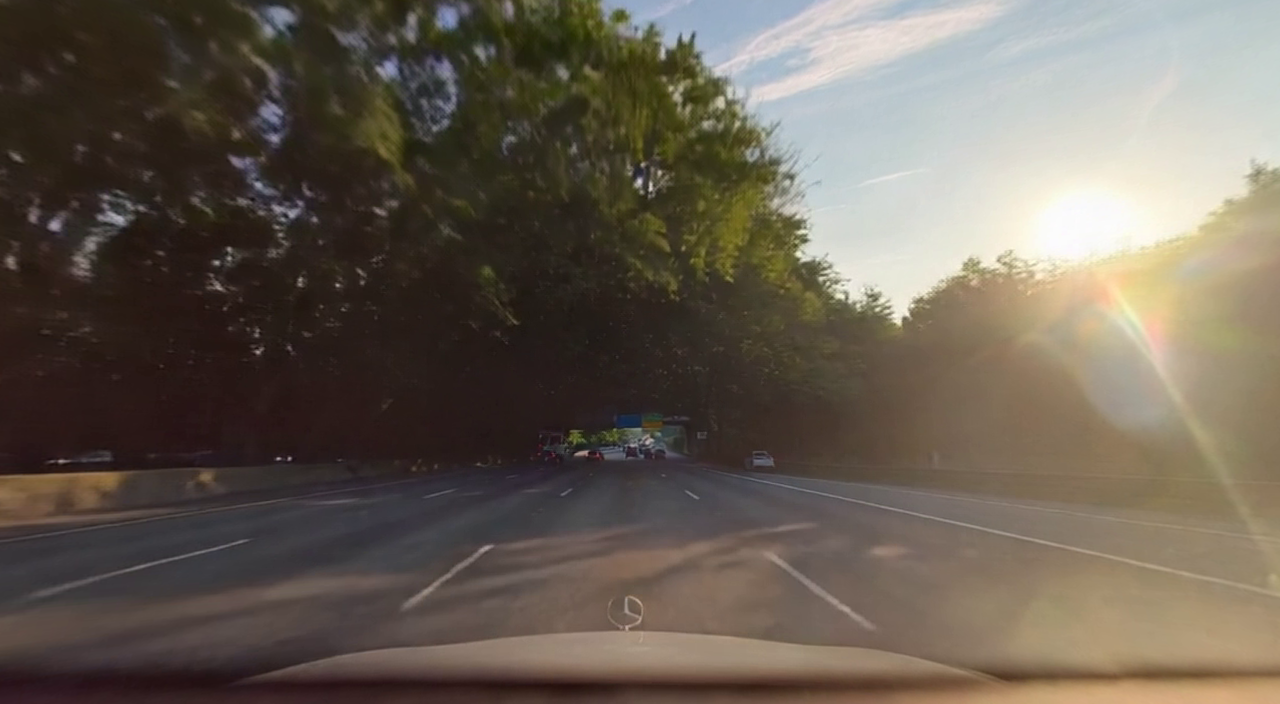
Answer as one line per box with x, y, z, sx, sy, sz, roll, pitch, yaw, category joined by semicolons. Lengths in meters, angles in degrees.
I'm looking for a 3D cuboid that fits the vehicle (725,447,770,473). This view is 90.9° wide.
6.893;7.009;40.958;1.989;1.591;4.348;0;-9;-2;vehicle
